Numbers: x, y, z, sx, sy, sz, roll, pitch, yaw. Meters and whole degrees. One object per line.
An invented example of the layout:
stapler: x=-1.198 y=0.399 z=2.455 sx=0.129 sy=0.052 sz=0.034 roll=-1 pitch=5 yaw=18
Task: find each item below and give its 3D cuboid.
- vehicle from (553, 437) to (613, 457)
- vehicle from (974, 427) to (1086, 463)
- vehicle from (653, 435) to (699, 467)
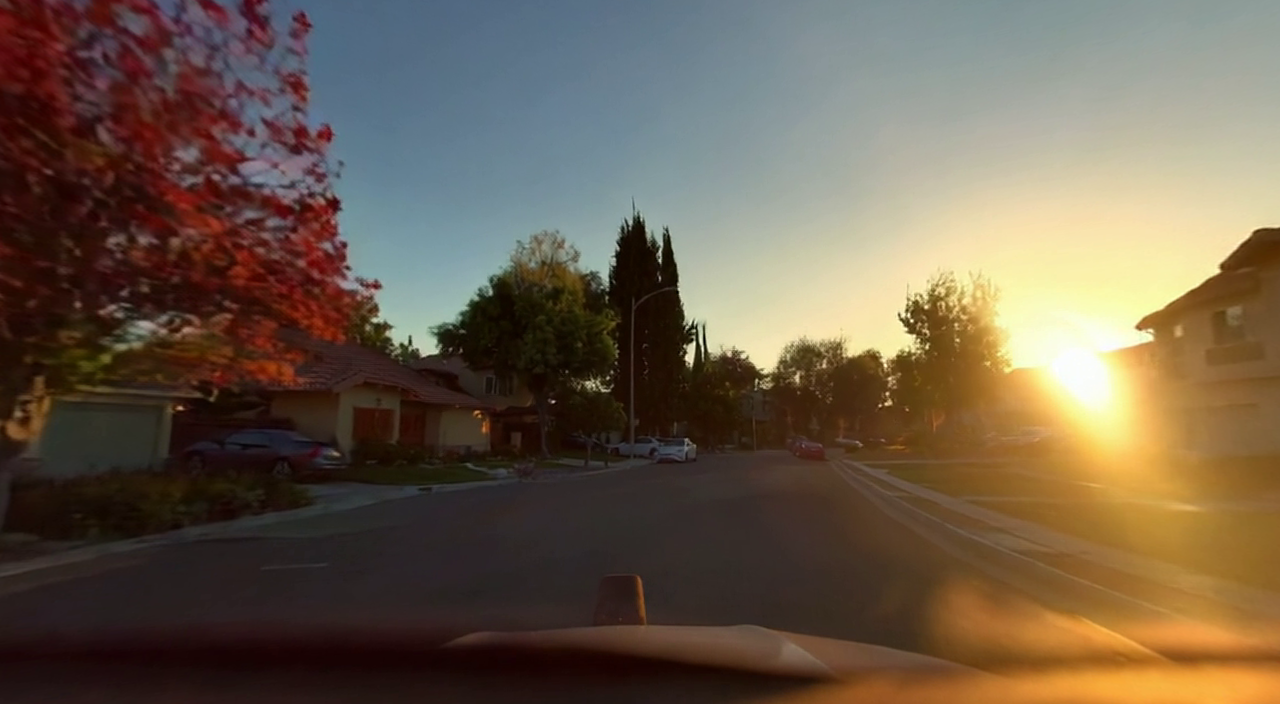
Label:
vehicle: x=-4.397 y=7.237 z=48.403 sx=4.376 sy=1.458 sz=2.046 roll=2 pitch=-7 yaw=-9
vehicle: x=19.738 y=4.696 z=32.103 sx=4.384 sy=1.688 sz=1.956 roll=1 pitch=-8 yaw=-2
vehicle: x=2.388 y=6.324 z=40.799 sx=2.215 sy=1.859 sz=4.765 roll=-1 pitch=-7 yaw=13
